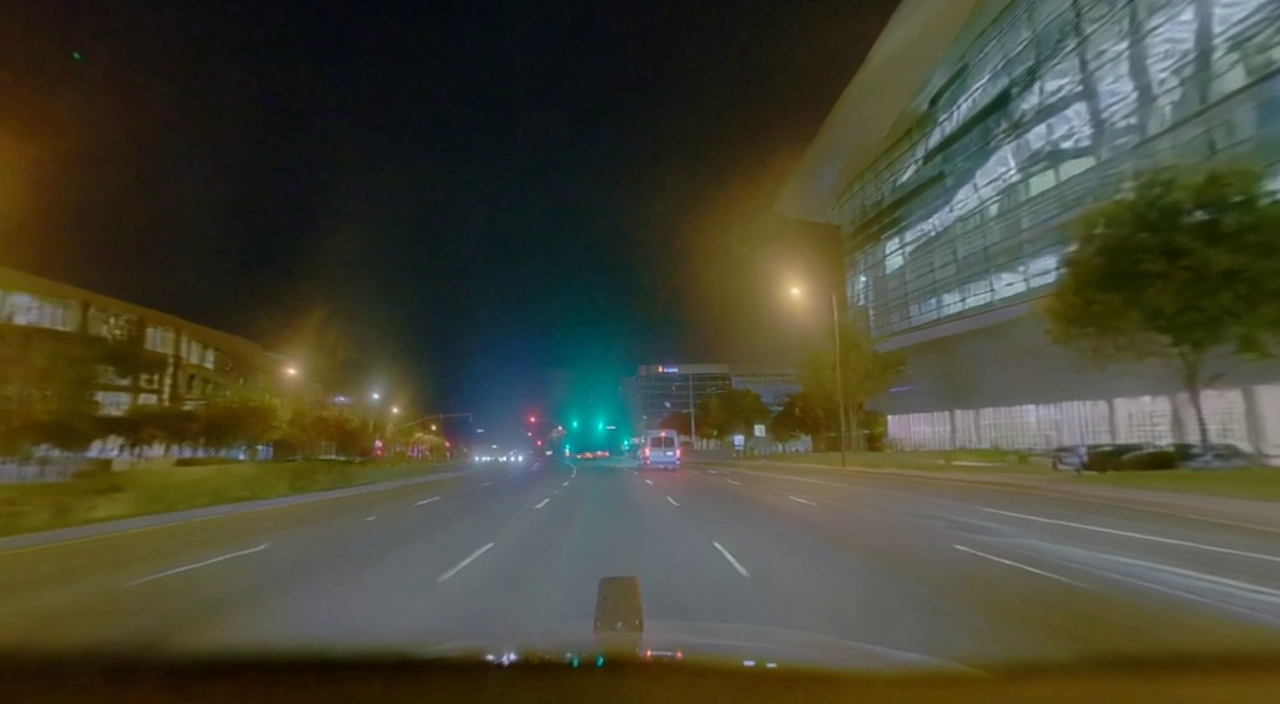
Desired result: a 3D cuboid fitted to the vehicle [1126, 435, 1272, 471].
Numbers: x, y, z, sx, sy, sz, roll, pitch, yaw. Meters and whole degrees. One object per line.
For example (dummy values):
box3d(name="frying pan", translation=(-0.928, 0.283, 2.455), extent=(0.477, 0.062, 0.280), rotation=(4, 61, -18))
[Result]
box3d(name="vehicle", translation=(23.867, 4.335, 27.015), extent=(4.271, 1.470, 1.940), rotation=(-1, -8, 3))

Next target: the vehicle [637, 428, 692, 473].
box3d(name="vehicle", translation=(1.234, 5.354, 34.506), extent=(2.339, 2.244, 4.817), rotation=(1, -8, -6))
